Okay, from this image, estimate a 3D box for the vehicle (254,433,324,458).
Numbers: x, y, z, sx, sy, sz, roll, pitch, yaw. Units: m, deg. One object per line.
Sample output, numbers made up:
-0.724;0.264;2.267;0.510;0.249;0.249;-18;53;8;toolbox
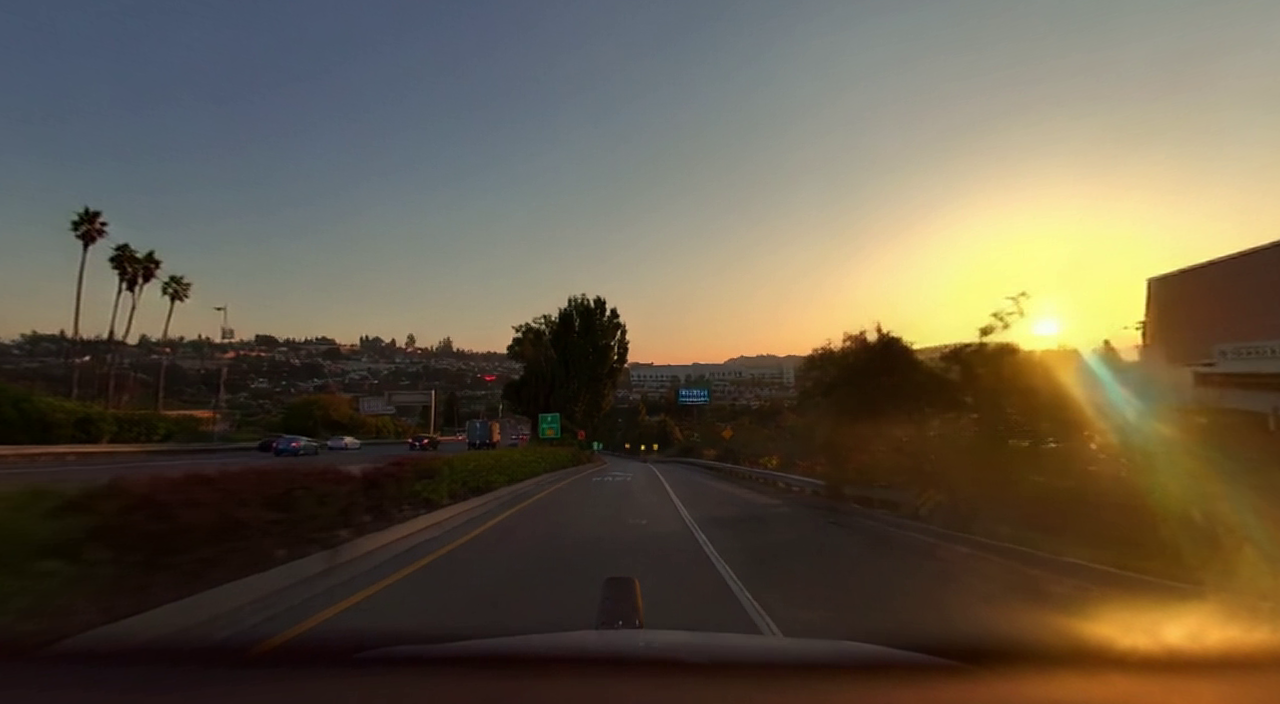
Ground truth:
-21.960;5.891;39.771;1.933;1.496;4.516;0;-9;-2;vehicle
